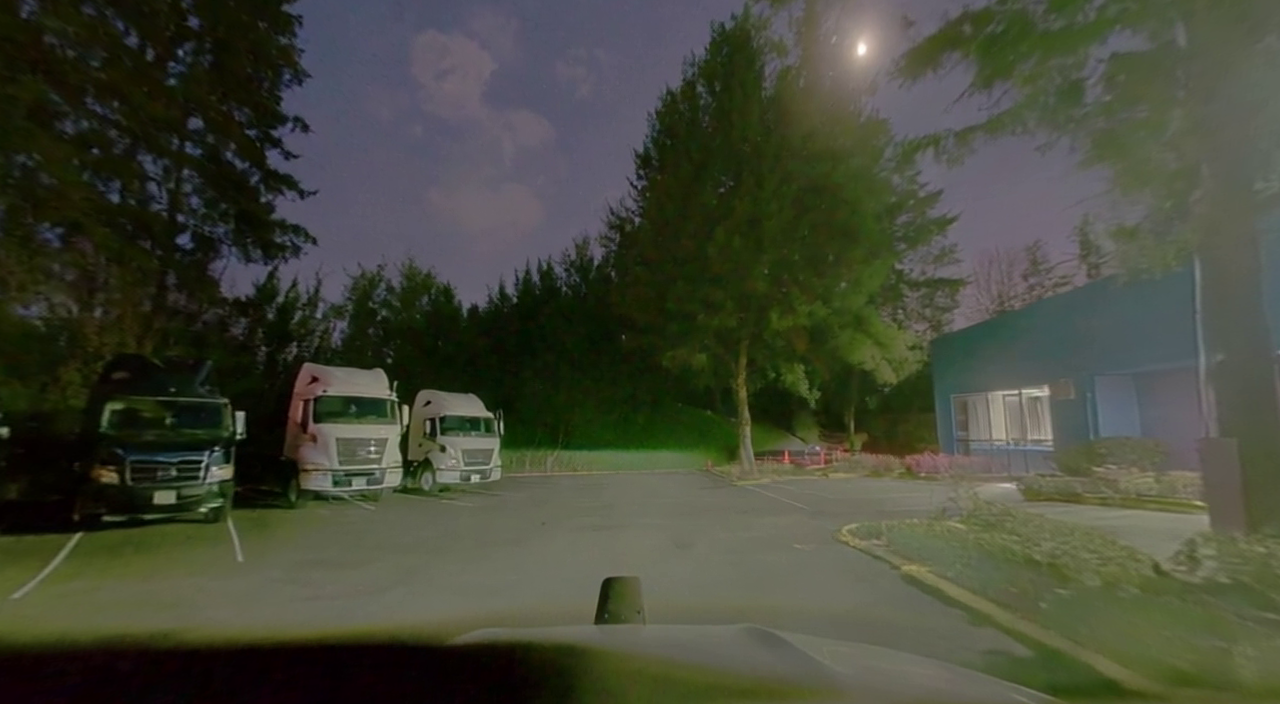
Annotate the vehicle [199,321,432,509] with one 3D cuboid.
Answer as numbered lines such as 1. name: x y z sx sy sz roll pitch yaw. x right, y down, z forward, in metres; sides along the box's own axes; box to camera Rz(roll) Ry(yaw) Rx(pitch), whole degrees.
1. vehicle: -10.345 2.171 18.984 2.948 4.069 11.906 8 -12 -42

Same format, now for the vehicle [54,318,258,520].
1. vehicle: -13.678 2.083 17.329 3.038 3.871 11.512 7 -12 -41

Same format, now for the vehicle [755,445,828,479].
1. vehicle: 7.312 5.237 30.264 1.809 1.506 3.473 -9 -12 44
